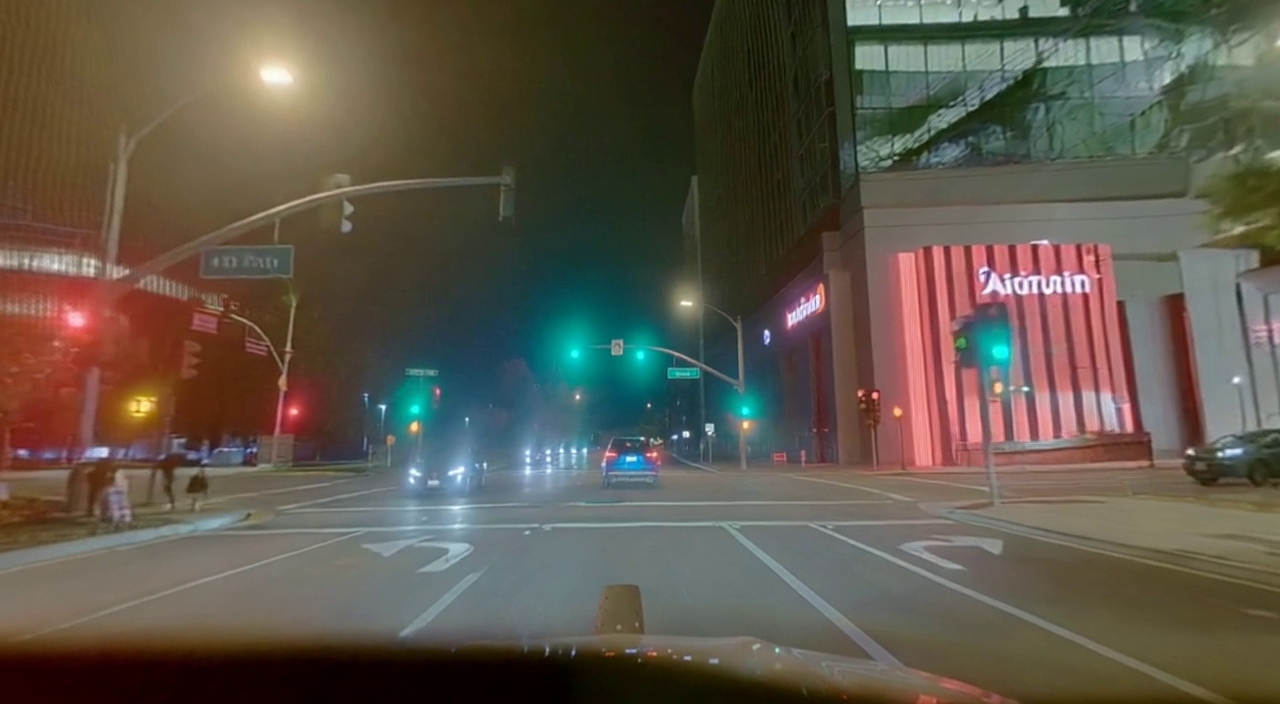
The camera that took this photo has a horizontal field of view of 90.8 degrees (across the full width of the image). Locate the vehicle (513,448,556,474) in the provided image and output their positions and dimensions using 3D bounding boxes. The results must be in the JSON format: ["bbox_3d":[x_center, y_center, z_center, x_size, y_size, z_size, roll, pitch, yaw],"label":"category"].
[{"bbox_3d":[-6.353,6.570,38.384,1.874,1.480,4.148,0,-8,1],"label":"vehicle"}]

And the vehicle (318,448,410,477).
[{"bbox_3d":[-16.002,6.366,36.709,4.588,1.582,1.980,5,-11,-33],"label":"vehicle"}]

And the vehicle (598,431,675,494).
[{"bbox_3d":[-0.142,3.454,20.120,2.183,1.765,4.059,0,-8,-1],"label":"vehicle"}]

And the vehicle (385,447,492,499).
[{"bbox_3d":[-6.295,3.806,20.364,1.934,1.476,4.457,0,-8,1],"label":"vehicle"}]

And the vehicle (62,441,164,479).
[{"bbox_3d":[-26.133,5.312,31.328,4.393,1.730,2.151,-5,-9,26],"label":"vehicle"}]

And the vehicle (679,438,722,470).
[{"bbox_3d":[3.780,6.500,40.480,2.113,1.869,5.322,0,-8,-2],"label":"vehicle"}]
